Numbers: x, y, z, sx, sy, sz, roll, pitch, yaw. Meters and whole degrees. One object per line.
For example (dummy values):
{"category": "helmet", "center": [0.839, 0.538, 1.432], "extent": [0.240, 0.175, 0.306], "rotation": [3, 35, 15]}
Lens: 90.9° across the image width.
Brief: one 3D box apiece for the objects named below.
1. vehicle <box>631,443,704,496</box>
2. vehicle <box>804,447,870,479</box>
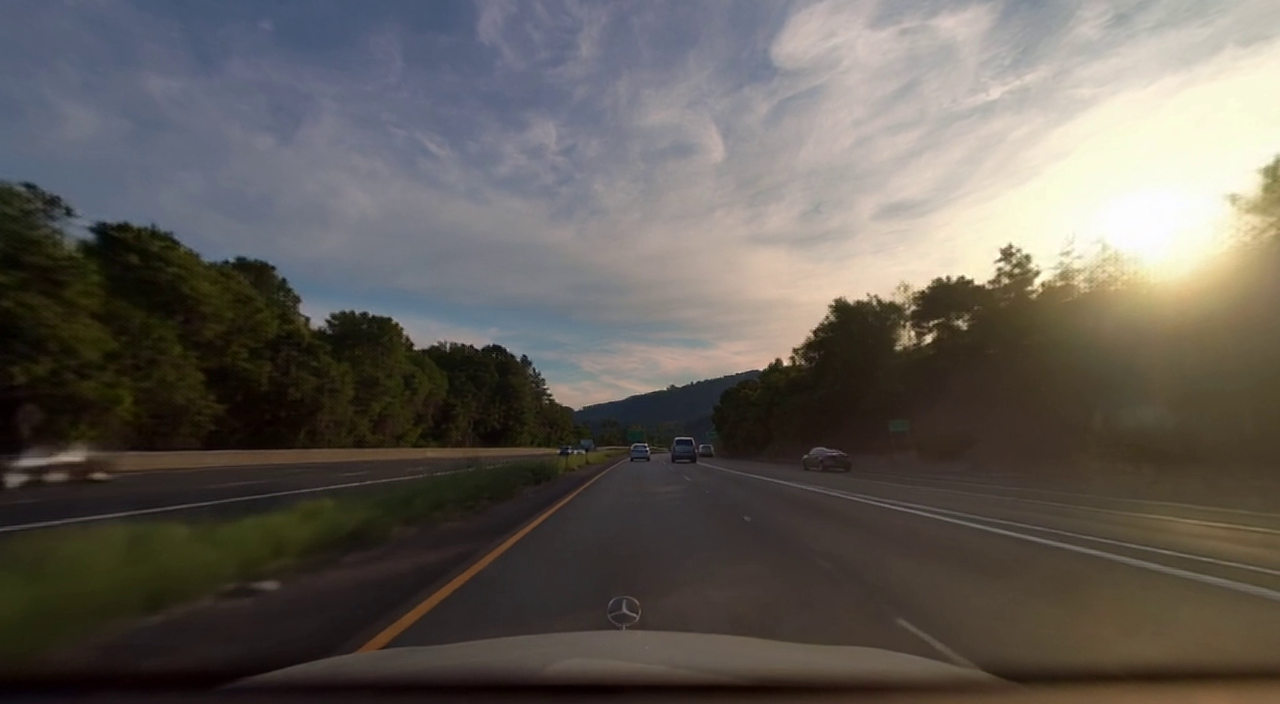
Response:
{"category": "vehicle", "center": [0.742, 3.621, 19.772], "extent": [2.053, 1.483, 4.185], "rotation": [0, -9, -1]}
{"category": "vehicle", "center": [9.631, 5.441, 31.107], "extent": [1.926, 1.483, 3.528], "rotation": [0, -9, -3]}
